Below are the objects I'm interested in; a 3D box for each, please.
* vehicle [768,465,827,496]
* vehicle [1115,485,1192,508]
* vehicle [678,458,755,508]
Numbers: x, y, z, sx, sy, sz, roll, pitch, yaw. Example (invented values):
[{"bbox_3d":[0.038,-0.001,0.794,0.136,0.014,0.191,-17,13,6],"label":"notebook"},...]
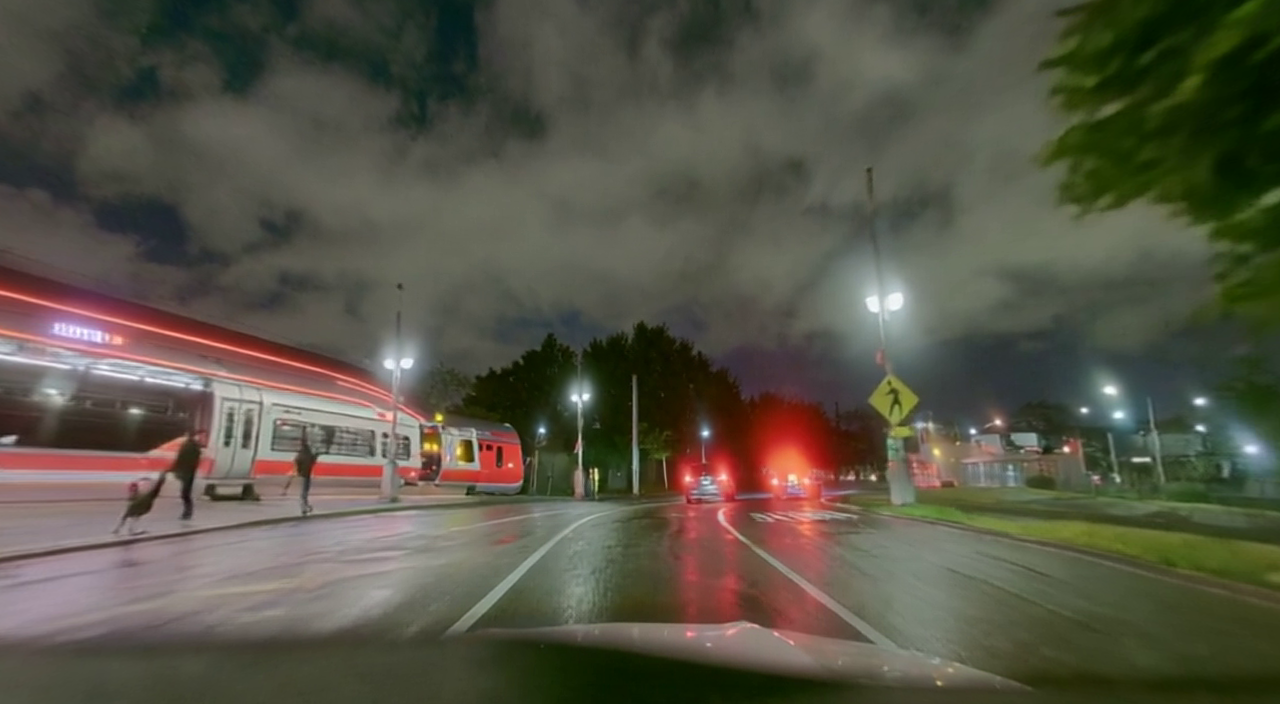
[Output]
[{"bbox_3d":[9.748,7.865,38.910,2.010,1.725,4.320,-7,-11,34],"label":"vehicle"},{"bbox_3d":[37.785,10.600,46.558,3.934,1.480,1.728,-4,-9,19],"label":"vehicle"},{"bbox_3d":[3.160,5.165,25.298,2.263,1.765,4.237,-3,-10,17],"label":"vehicle"}]
